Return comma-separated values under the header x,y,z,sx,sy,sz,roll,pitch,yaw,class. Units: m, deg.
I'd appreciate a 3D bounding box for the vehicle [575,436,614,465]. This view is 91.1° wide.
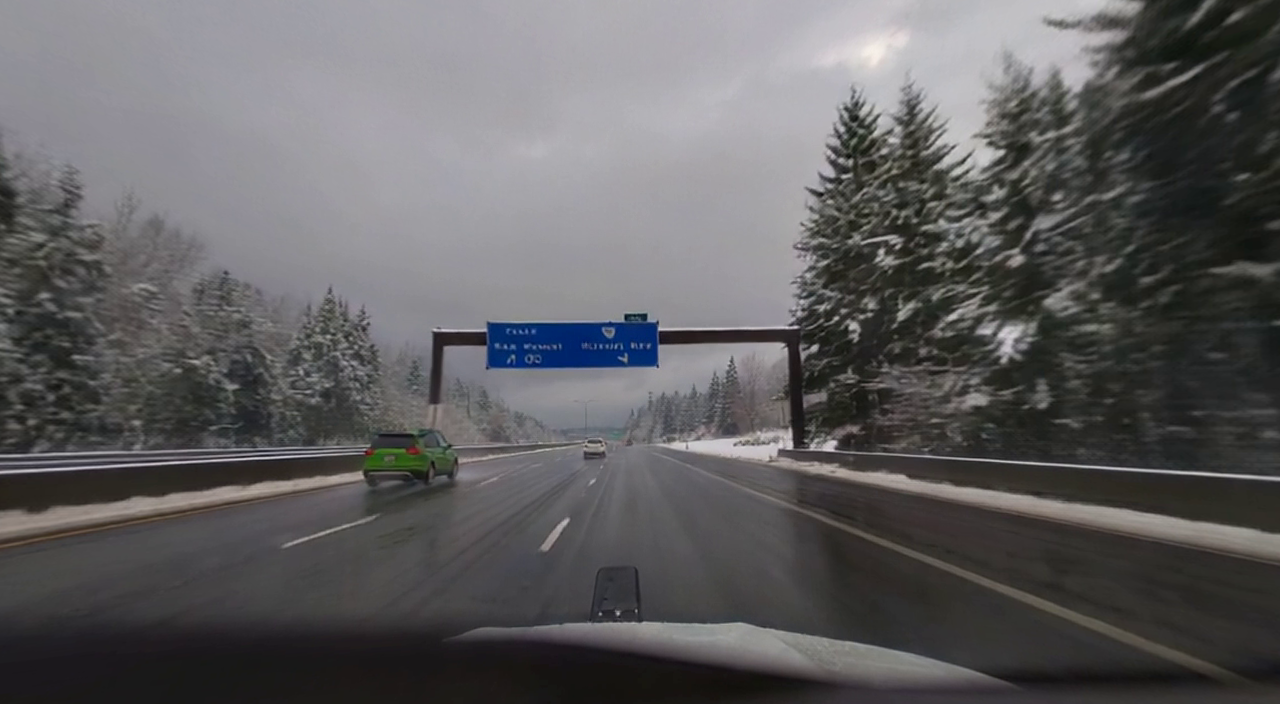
x,y,z,sx,sy,sz,roll,pitch,yaw,class
-2.522,5.584,35.978,2.010,1.534,4.013,0,-8,-1,vehicle

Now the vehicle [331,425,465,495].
x,y,z,sx,sy,sz,roll,pitch,yaw,class
-6.612,2.981,17.843,2.111,1.689,4.505,0,-8,-2,vehicle
